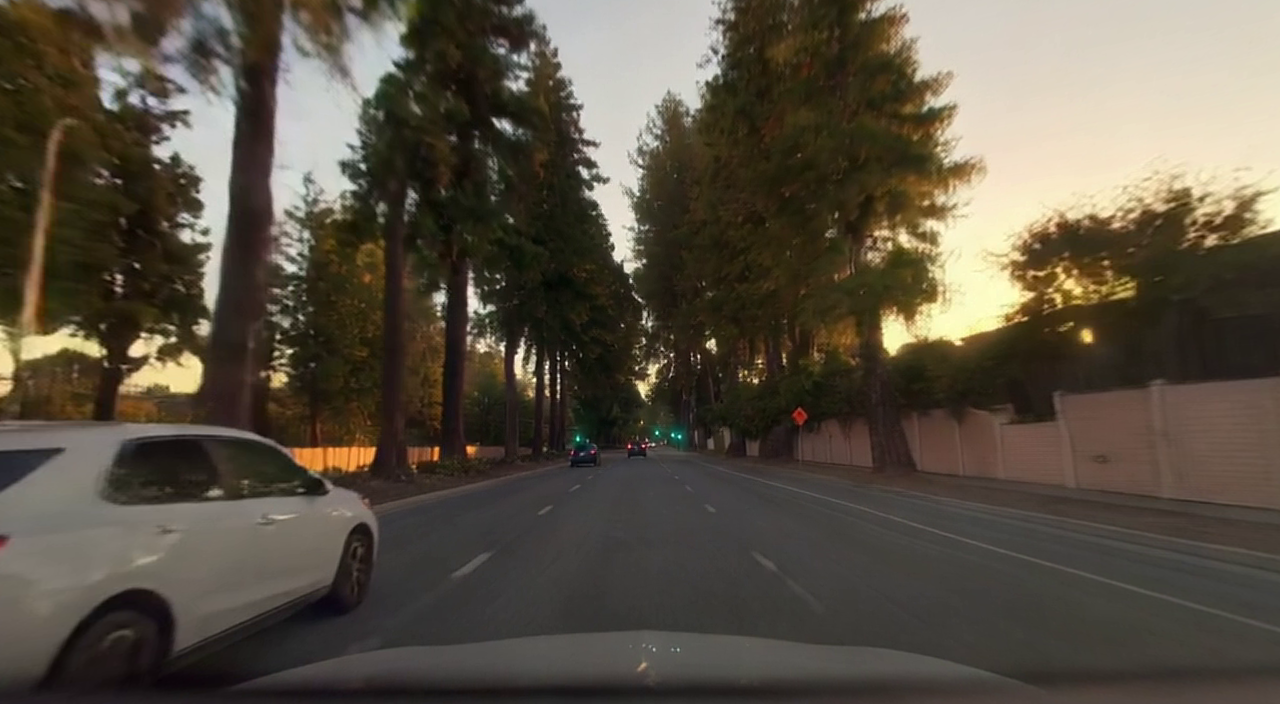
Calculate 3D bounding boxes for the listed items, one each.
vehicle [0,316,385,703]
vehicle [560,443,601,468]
[{"bbox_3d":[-3.211,0.854,2.980,2.058,1.671,4.704,0,-9,0],"label":"vehicle"},{"bbox_3d":[-3.578,6.314,38.641,2.021,1.466,4.330,0,-9,1],"label":"vehicle"}]
